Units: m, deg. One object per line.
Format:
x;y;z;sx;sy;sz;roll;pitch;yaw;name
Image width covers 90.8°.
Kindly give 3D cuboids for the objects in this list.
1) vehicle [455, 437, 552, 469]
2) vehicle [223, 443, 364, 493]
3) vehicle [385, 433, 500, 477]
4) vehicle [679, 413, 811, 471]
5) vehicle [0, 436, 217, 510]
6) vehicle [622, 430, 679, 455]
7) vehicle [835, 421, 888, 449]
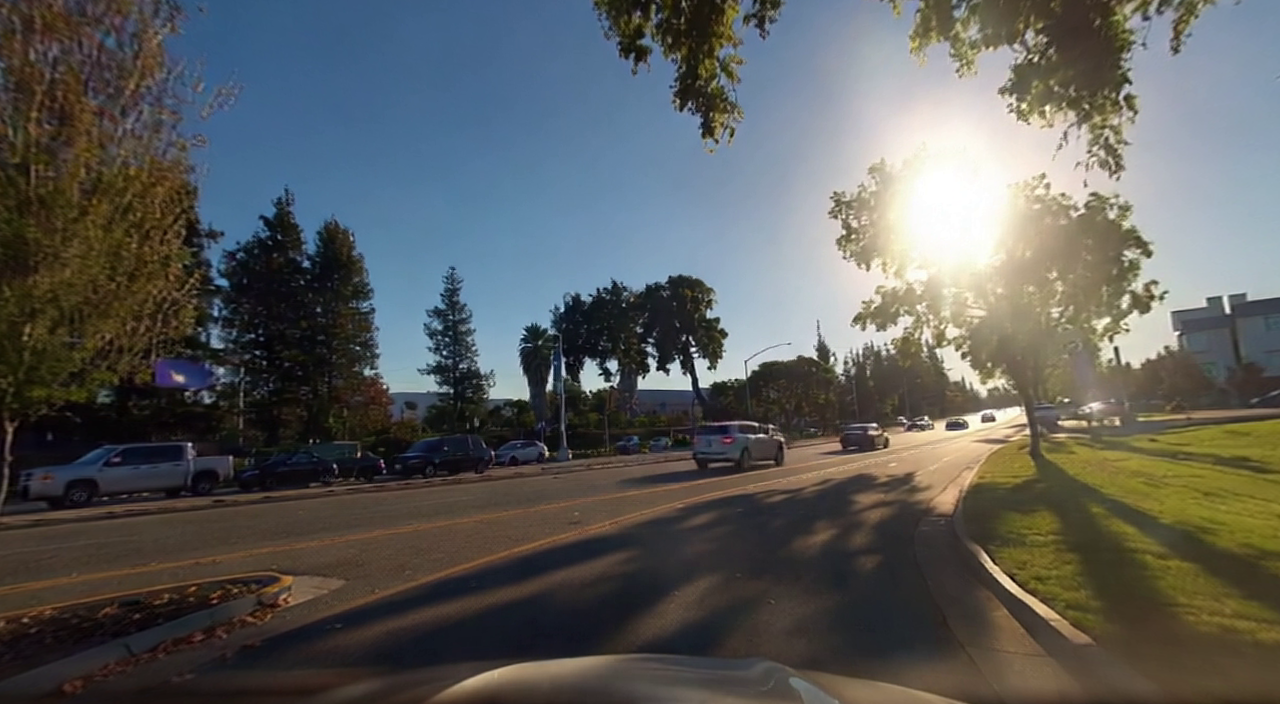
-8.049;5.979;37.691;2.261;1.733;5.381;-6;-10;39;vehicle
-13.364;4.436;24.629;1.904;1.719;4.326;-5;-9;35;vehicle
-9.466;4.926;30.704;2.134;1.924;4.911;-6;-9;39;vehicle
4.027;3.364;23.831;2.517;1.936;4.748;-11;-12;43;vehicle
-16.577;3.684;19.865;2.294;2.000;4.788;-7;-10;31;vehicle
0.814;6.458;45.103;1.926;1.691;4.646;-5;-9;33;vehicle
16.379;6.102;46.533;1.954;1.639;5.229;-8;-7;37;vehicle
